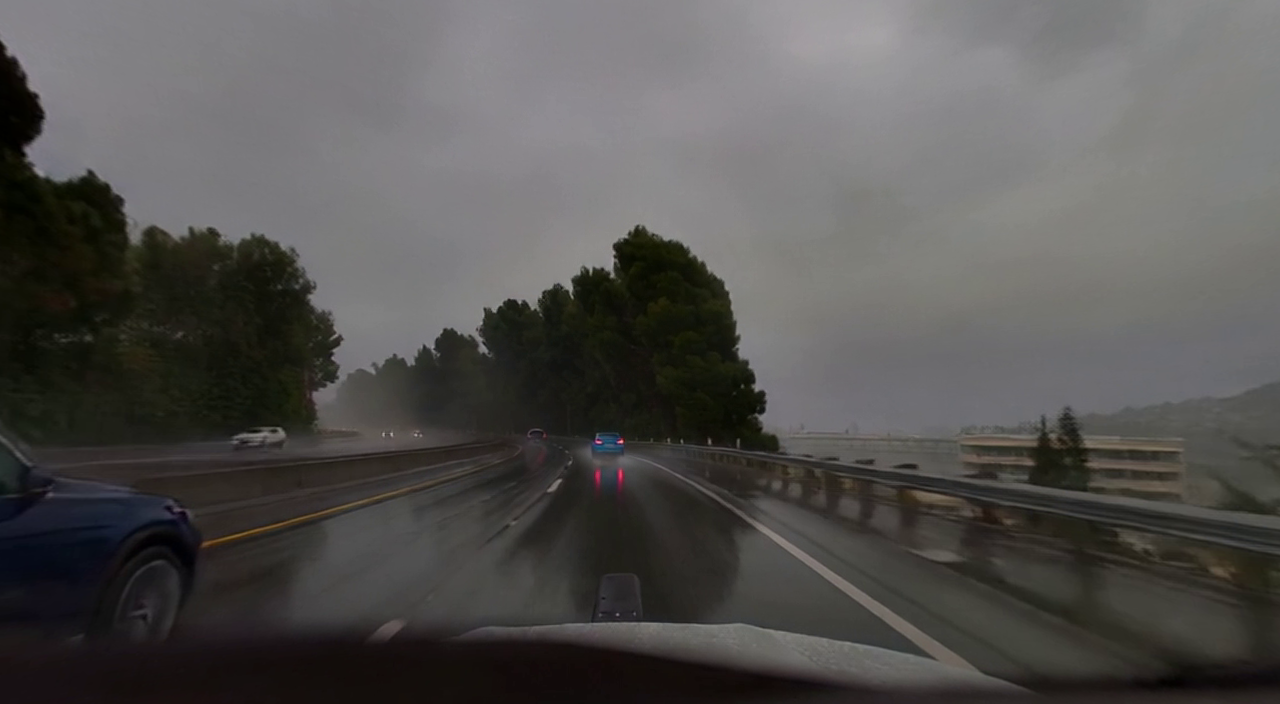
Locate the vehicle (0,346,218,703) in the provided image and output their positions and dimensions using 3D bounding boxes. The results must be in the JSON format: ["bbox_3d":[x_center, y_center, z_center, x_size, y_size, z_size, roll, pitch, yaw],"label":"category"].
[{"bbox_3d":[-4.174,0.785,2.253,2.053,1.847,4.760,0,-8,-1],"label":"vehicle"}]

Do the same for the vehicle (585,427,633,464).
[{"bbox_3d":[-1.723,5.071,34.308,2.452,1.857,4.022,1,-8,-4],"label":"vehicle"}]
